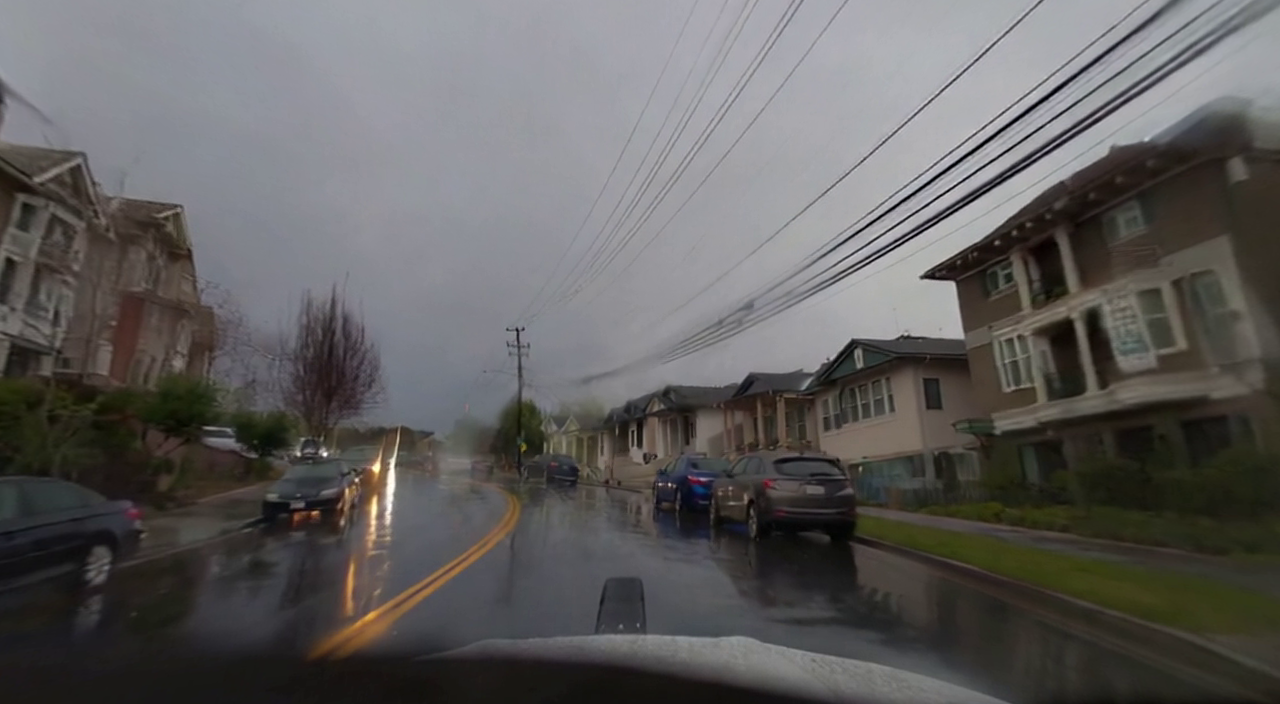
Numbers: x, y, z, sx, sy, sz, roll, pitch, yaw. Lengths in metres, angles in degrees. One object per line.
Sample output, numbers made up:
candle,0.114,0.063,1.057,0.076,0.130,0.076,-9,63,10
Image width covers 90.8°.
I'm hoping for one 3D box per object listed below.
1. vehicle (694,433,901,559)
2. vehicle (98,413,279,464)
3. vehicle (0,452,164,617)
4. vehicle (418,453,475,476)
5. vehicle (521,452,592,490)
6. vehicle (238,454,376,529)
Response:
vehicle,2.499,2.428,11.471,1.974,1.769,4.610,2,-9,-9
vehicle,-18.671,3.689,26.564,5.822,1.956,2.355,6,-11,-32
vehicle,-7.101,1.800,5.620,2.154,1.516,4.854,-7,-9,-3
vehicle,-14.208,8.208,46.335,4.568,1.531,1.923,-8,-12,43
vehicle,-4.474,6.203,33.168,1.994,1.682,4.750,9,-12,-27
vehicle,-8.077,3.351,15.729,2.003,1.447,3.642,-2,-8,-10
